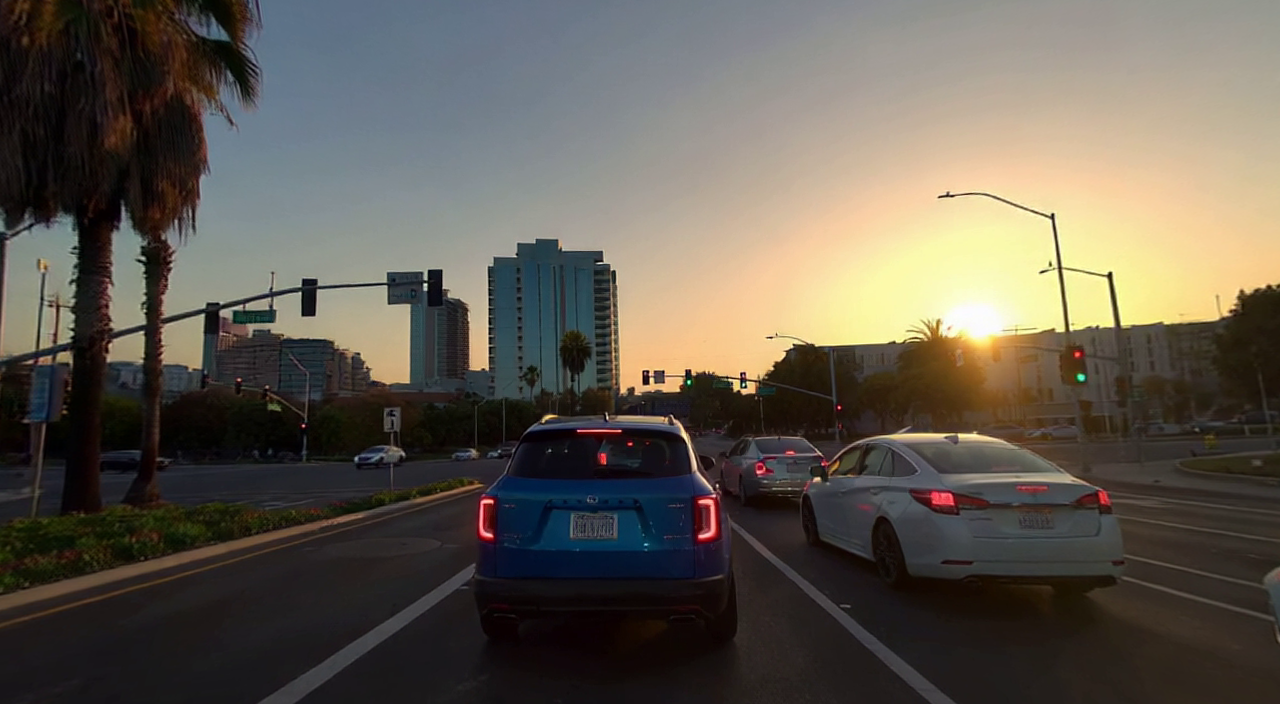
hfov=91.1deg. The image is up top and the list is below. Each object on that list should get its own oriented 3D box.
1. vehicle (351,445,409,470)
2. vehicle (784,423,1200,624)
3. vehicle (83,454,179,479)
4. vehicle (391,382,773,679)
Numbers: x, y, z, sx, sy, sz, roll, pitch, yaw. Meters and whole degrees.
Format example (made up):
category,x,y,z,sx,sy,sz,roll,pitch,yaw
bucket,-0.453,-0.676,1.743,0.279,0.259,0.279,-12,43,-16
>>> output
category,x,y,z,sx,sy,sz,roll,pitch,yaw
vehicle,-19.855,8.078,48.187,2.119,1.786,5.252,0,-9,1
vehicle,3.131,1.609,6.955,1.971,1.473,4.495,0,-8,0
vehicle,-38.147,8.555,47.110,5.347,1.785,2.123,0,-9,1
vehicle,-0.327,1.317,5.691,2.172,1.694,4.055,0,-8,0
